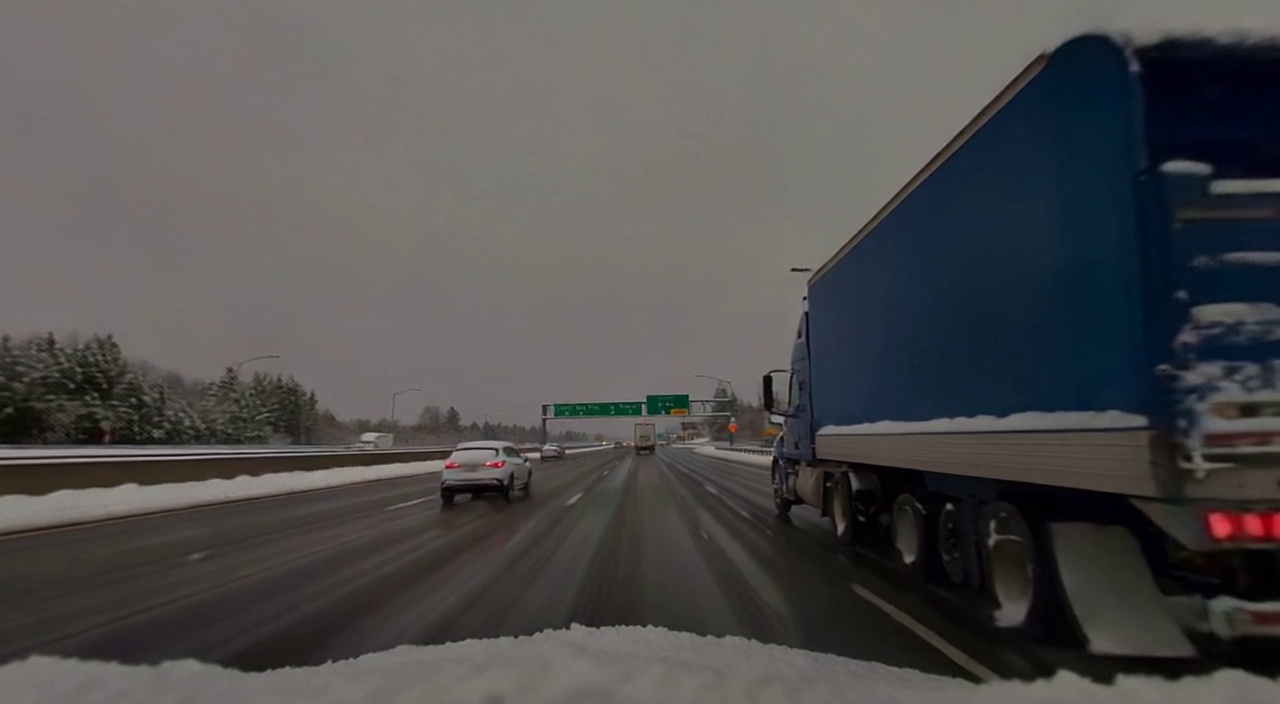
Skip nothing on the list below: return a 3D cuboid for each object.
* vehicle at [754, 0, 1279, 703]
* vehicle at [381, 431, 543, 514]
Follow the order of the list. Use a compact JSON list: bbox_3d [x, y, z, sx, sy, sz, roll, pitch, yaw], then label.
[{"bbox_3d":[3.754,0.601,6.670,3.049,3.395,10.595,0,-9,0],"label":"vehicle"},{"bbox_3d":[-3.697,2.617,14.211,2.143,1.529,4.918,0,-8,1],"label":"vehicle"}]
